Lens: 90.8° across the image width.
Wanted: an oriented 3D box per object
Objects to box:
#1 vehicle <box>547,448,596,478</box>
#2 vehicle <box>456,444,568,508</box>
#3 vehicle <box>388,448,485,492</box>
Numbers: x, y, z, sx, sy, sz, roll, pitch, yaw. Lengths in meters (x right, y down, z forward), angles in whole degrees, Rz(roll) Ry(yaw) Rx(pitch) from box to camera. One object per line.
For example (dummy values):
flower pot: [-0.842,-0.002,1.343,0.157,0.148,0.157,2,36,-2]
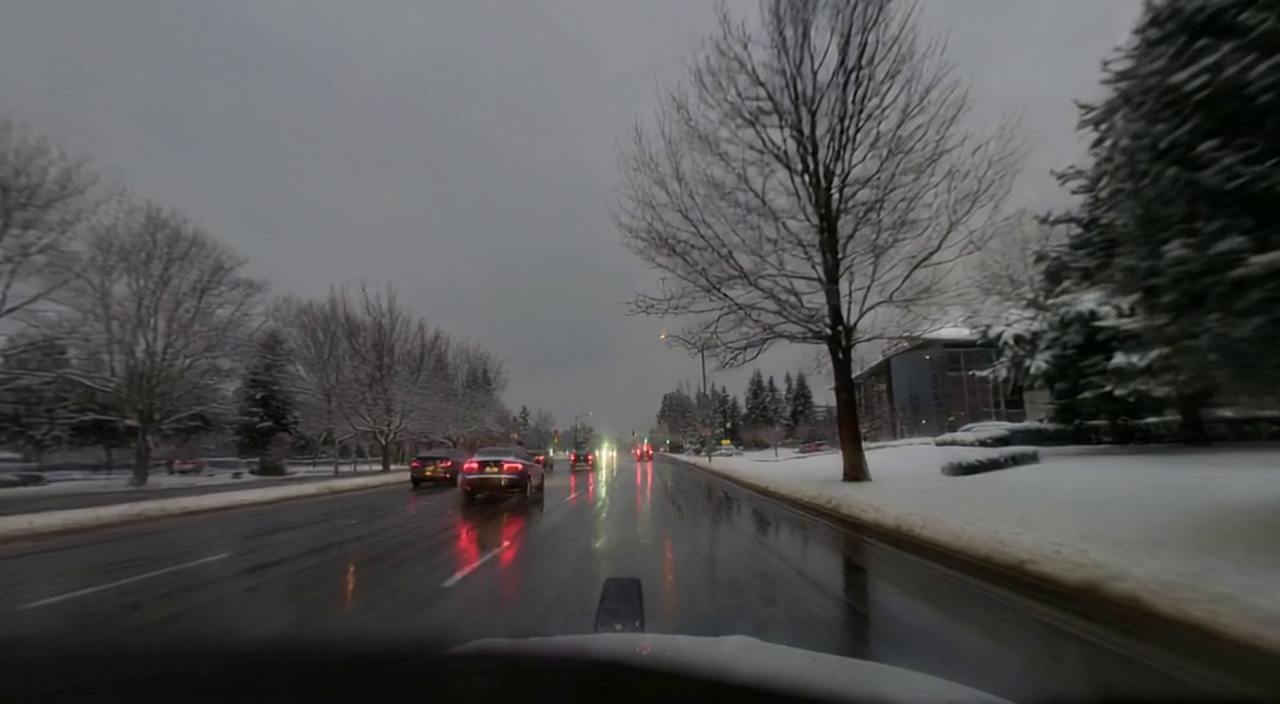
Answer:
vehicle: [-3.443,5.697,32.607,1.971,1.414,4.317,0,-9,1]
vehicle: [-3.266,3.266,17.147,2.011,1.483,4.596,0,-9,1]
vehicle: [-7.496,4.371,23.811,1.976,1.497,4.709,0,-9,2]
